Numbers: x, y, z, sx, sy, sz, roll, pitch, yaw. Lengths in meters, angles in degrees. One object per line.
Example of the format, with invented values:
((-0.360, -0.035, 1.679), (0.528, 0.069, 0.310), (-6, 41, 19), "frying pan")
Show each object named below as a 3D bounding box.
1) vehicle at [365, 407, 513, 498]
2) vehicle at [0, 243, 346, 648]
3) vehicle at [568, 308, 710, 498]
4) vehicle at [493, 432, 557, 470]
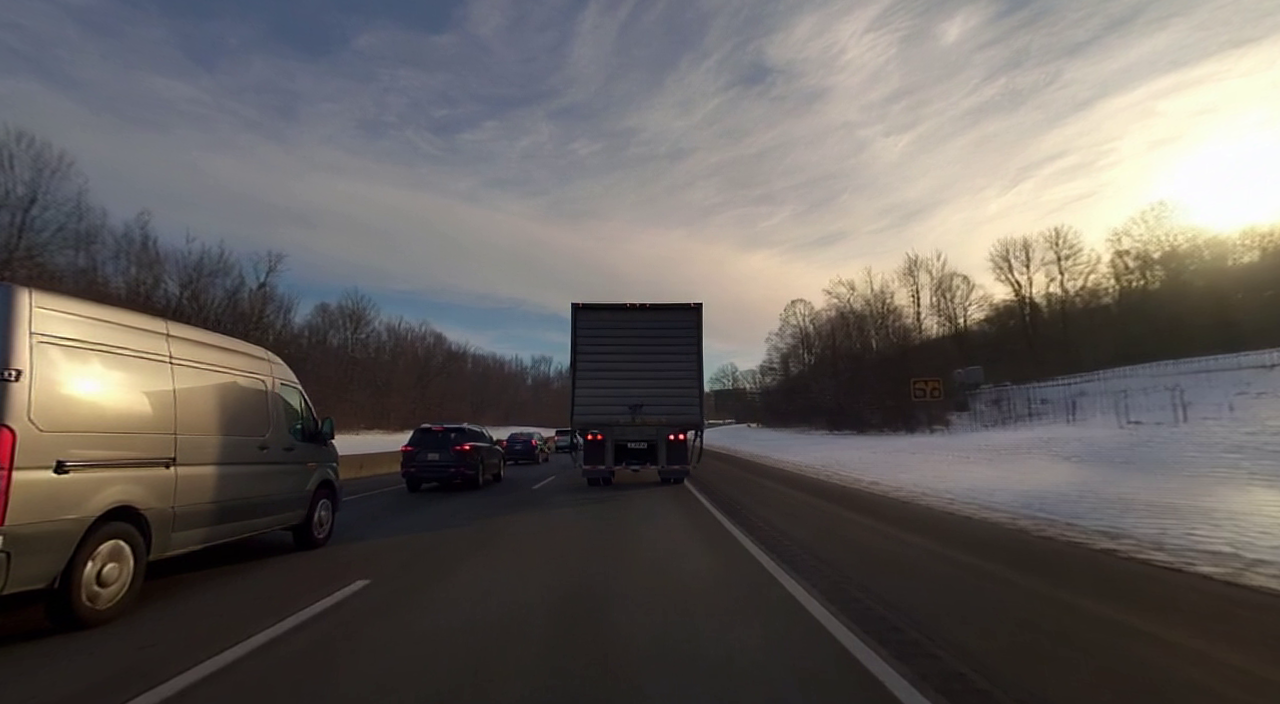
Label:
((-4.921, 2.550, 16.321), (2.168, 1.985, 4.952), (0, -8, 0), "vehicle")
((-5.257, 0.829, 5.736), (2.478, 2.515, 5.438), (0, -8, 0), "vehicle")
((-0.040, 1.724, 18.385), (2.953, 4.041, 10.072), (0, -8, 0), "vehicle")
((-4.903, 4.274, 27.480), (1.931, 1.539, 4.441), (0, -8, 0), "vehicle")
